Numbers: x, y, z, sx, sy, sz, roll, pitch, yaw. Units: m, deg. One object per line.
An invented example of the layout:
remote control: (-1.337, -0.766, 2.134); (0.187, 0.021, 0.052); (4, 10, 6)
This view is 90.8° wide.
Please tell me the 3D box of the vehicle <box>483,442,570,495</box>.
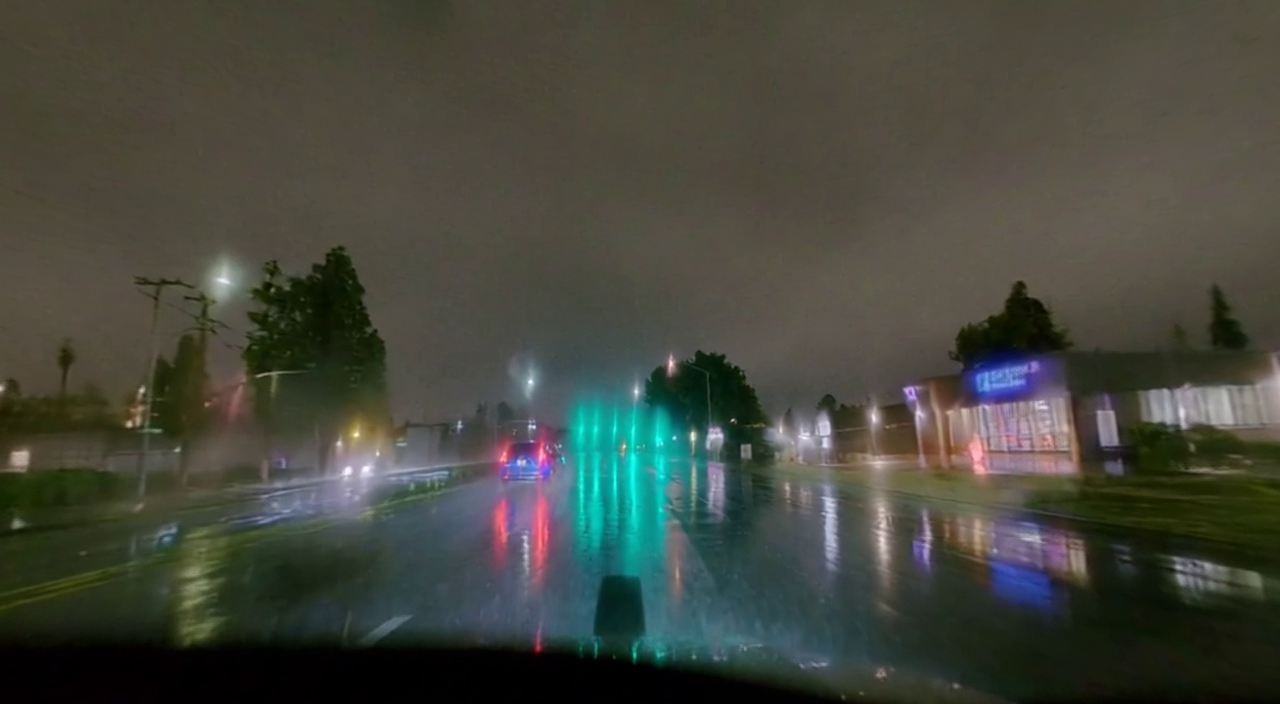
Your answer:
vehicle: (-3.452, 3.626, 20.047); (2.005, 1.477, 4.169); (0, -8, 0)

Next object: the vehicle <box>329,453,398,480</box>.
vehicle: (-16.567, 6.876, 38.179); (2.029, 1.453, 4.708); (0, -8, 0)
